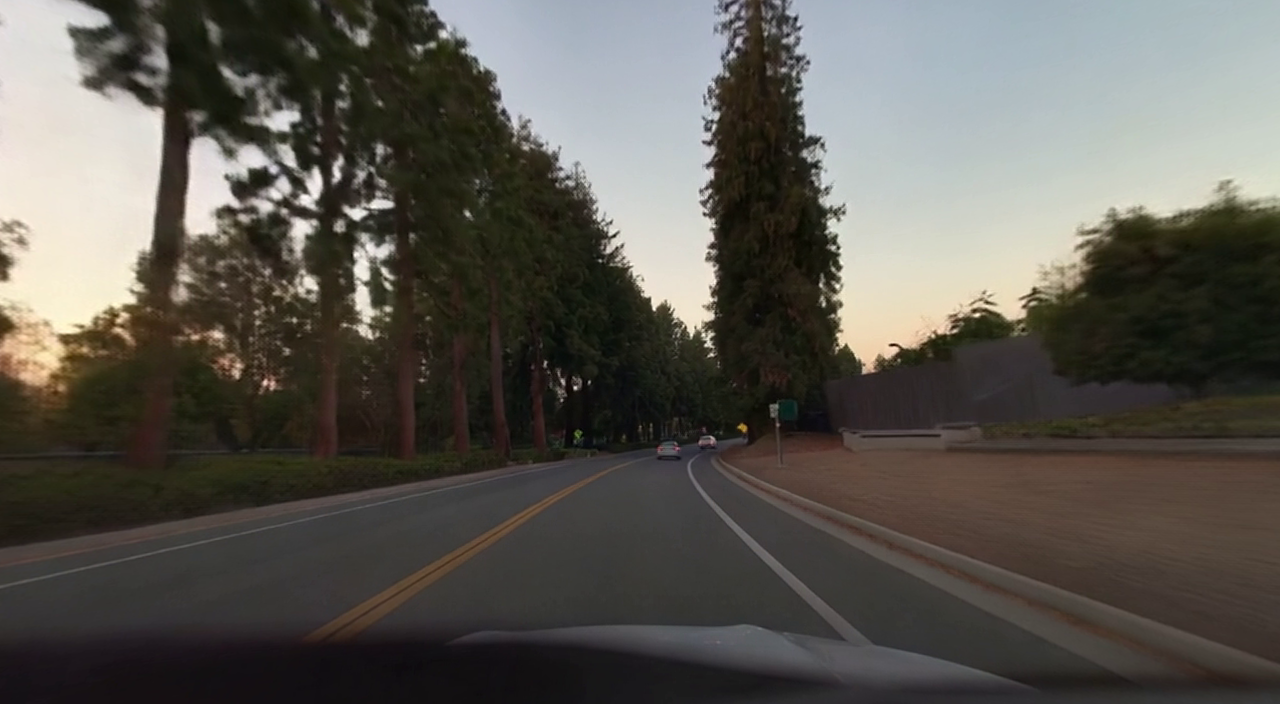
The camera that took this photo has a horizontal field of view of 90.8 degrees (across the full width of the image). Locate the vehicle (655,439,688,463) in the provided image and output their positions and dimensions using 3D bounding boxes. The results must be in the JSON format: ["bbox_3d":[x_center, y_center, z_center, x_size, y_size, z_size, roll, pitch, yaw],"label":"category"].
[{"bbox_3d":[2.176,6.631,42.405,2.071,1.474,4.047,-1,-8,5],"label":"vehicle"}]
